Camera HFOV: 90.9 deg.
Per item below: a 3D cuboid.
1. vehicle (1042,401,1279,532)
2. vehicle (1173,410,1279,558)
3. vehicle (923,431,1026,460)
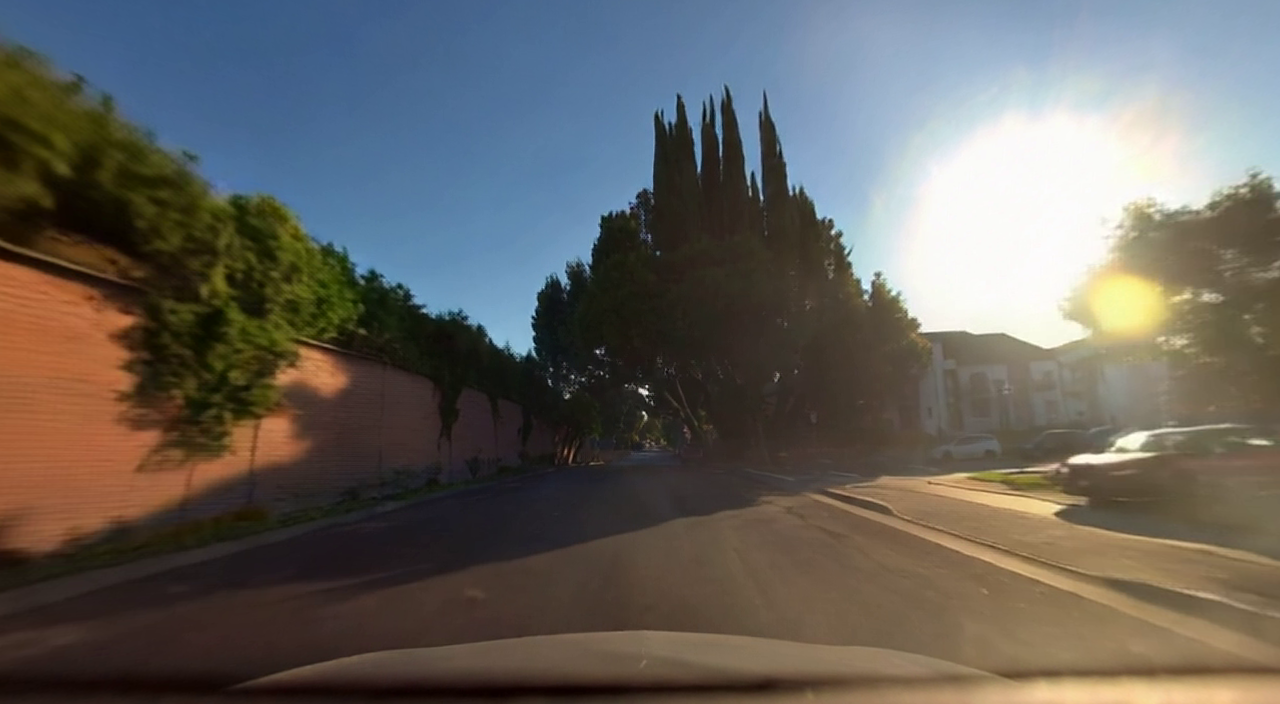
[{"bbox_3d":[9.679,1.824,10.072,5.105,1.858,1.945,0,-11,-1],"label":"vehicle"},{"bbox_3d":[9.986,1.605,7.712,4.809,1.741,2.351,0,-9,-3],"label":"vehicle"},{"bbox_3d":[19.031,5.360,35.966,4.697,1.502,2.124,1,-9,-4],"label":"vehicle"}]
